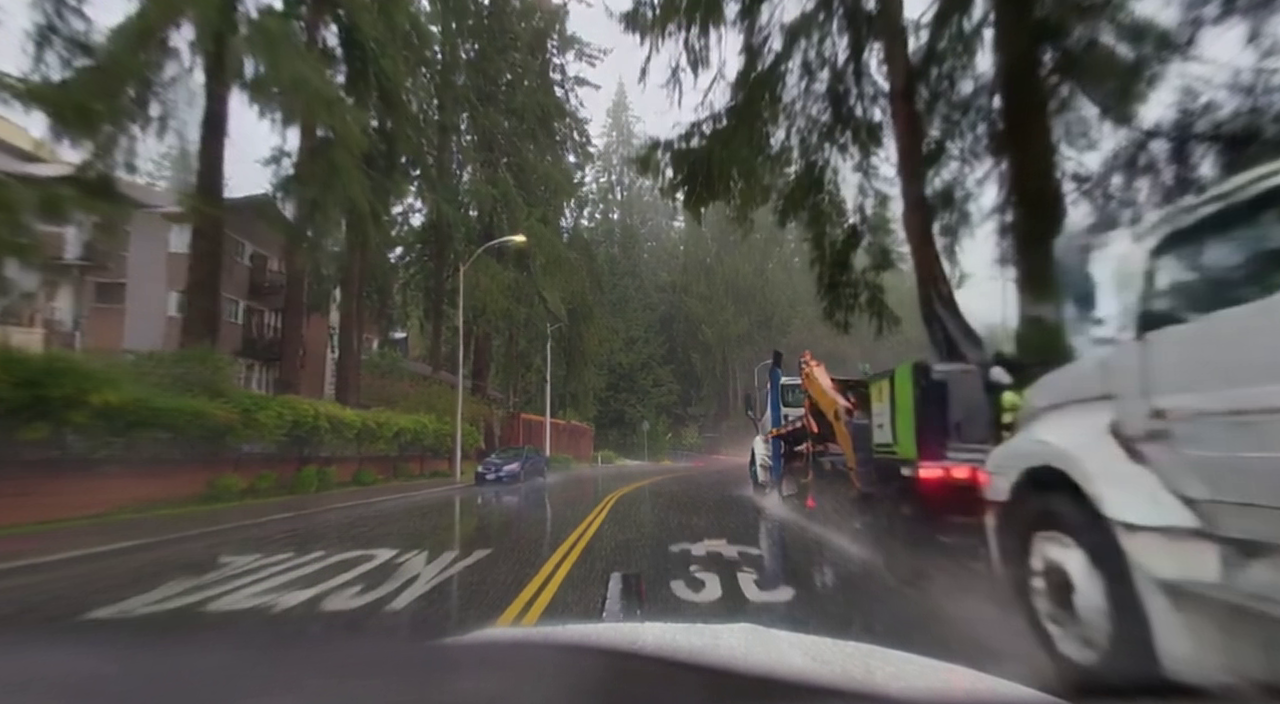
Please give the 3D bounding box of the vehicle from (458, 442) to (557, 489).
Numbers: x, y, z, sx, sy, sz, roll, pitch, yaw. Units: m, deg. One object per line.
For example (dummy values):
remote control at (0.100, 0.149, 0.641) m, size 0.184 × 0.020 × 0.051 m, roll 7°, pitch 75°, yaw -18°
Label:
vehicle at (-4.539, 3.938, 22.382) m, size 1.930 × 1.487 × 4.213 m, roll -1°, pitch -8°, yaw 10°

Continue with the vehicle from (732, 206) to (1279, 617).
vehicle at (3.915, 1.436, 11.001) m, size 2.834 × 3.143 × 12.517 m, roll 0°, pitch -10°, yaw 0°
